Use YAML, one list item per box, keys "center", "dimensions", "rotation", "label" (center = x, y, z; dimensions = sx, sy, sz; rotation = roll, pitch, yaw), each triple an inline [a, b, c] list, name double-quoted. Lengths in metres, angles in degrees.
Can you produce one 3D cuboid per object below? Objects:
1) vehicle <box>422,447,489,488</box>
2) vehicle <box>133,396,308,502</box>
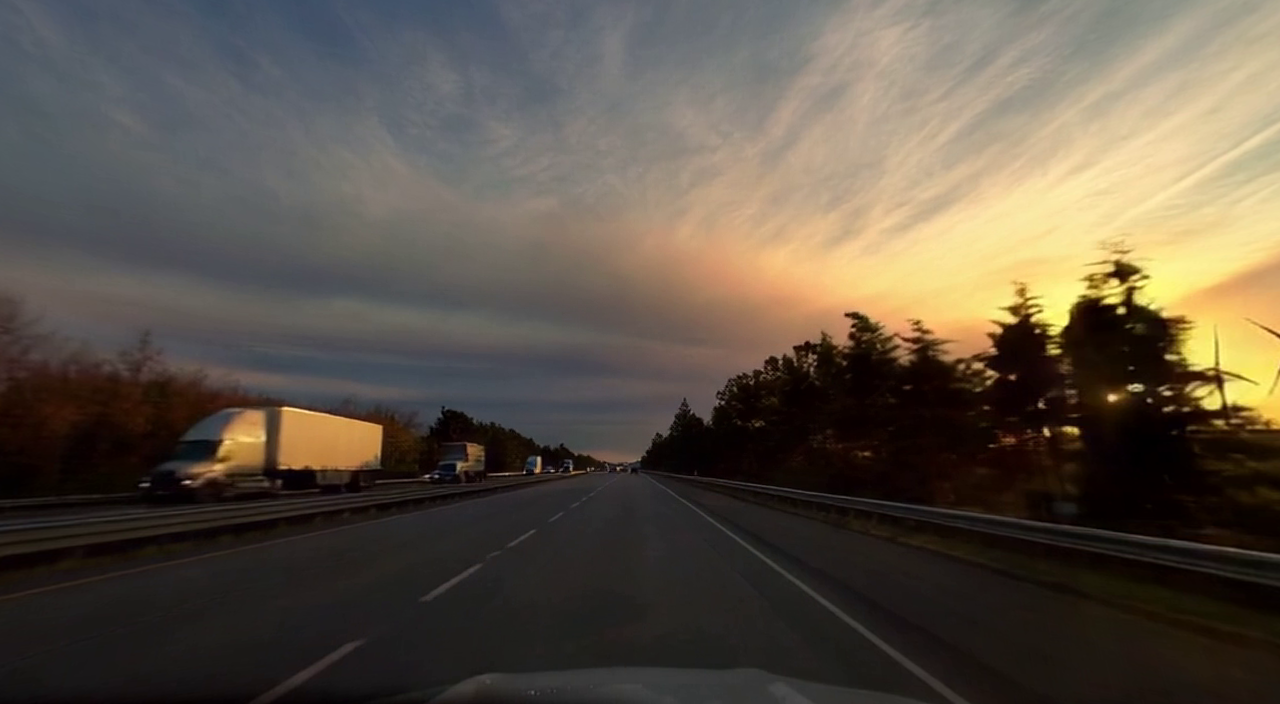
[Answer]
- center: [-12.295, 7.806, 42.664]
  dimensions: [2.330, 2.510, 7.073]
  rotation: [1, -10, 0]
  label: "vehicle"
- center: [-16.938, 4.087, 26.106]
  dimensions: [2.950, 3.846, 5.918]
  rotation: [1, -10, -1]
  label: "vehicle"
